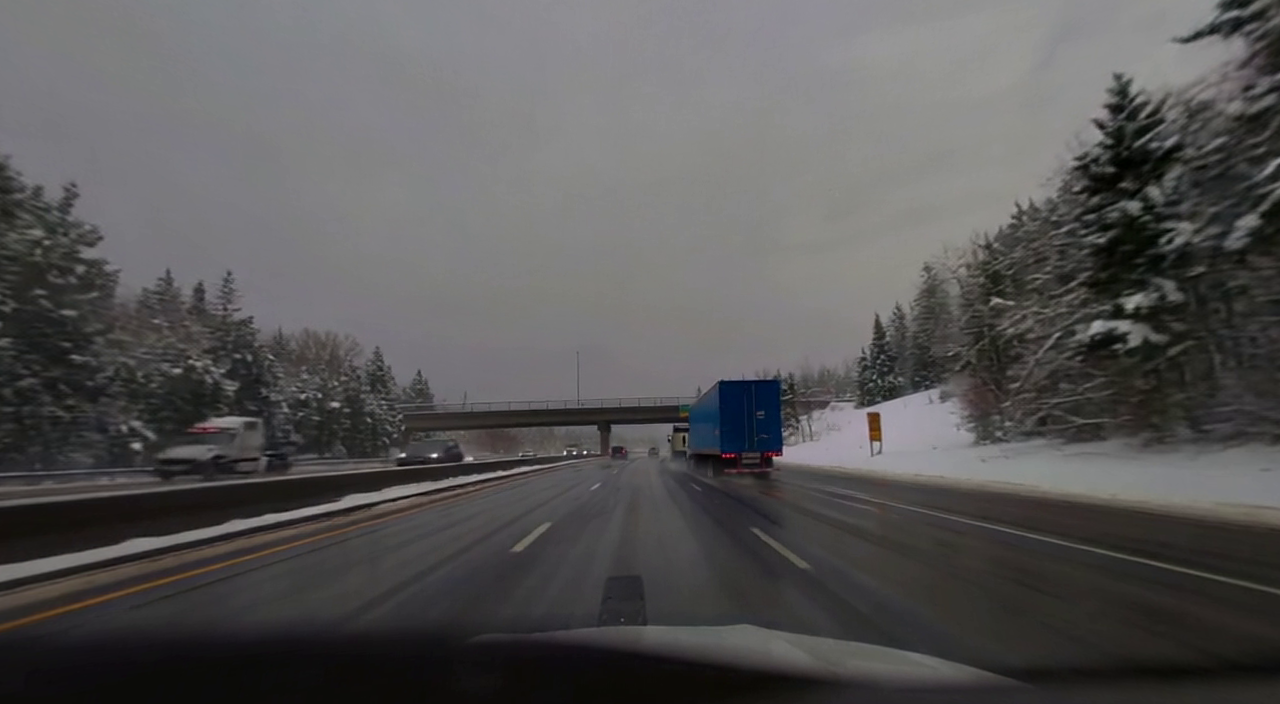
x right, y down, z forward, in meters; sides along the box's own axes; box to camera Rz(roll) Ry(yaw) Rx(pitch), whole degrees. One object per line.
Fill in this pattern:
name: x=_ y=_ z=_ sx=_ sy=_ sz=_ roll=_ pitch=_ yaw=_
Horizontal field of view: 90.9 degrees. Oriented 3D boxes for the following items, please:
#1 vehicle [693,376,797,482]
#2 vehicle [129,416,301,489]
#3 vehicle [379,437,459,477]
vehicle: x=4.596 y=4.036 z=31.287 sx=2.825 sy=4.054 sz=14.210 roll=0 pitch=-9 yaw=0
vehicle: x=-17.409 y=4.209 z=26.504 sx=2.270 sy=2.631 sz=6.924 roll=0 pitch=-9 yaw=1
vehicle: x=-10.625 y=5.104 z=30.775 sx=2.074 sy=1.806 sz=4.842 roll=0 pitch=-9 yaw=1
